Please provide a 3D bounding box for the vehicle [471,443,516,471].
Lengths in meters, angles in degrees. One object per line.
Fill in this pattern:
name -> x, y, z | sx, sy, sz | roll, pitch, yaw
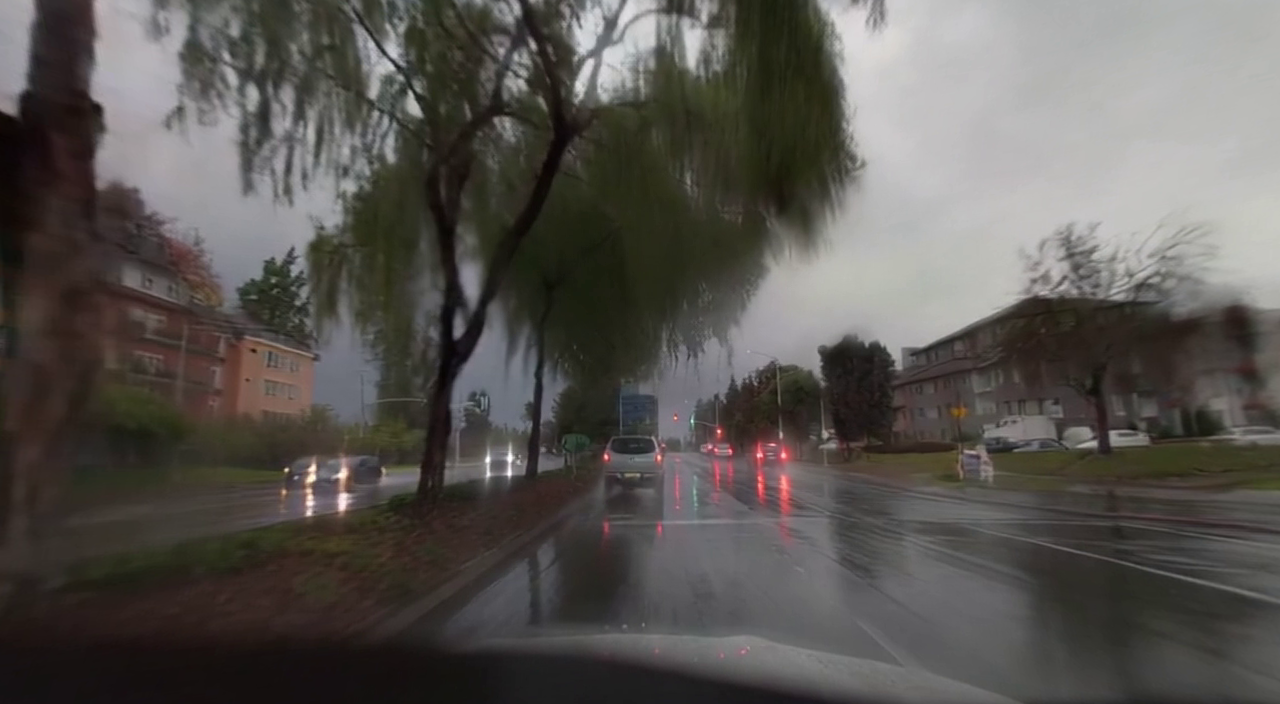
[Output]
vehicle -> -9.926, 7.136, 43.080 | 2.010, 1.760, 4.406 | 0, -8, 1

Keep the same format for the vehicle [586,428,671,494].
vehicle -> -0.300, 3.349, 19.659 | 2.332, 1.798, 4.546 | 0, -8, 0

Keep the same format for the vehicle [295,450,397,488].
vehicle -> -13.343, 5.298, 28.970 | 2.198, 1.550, 4.824 | 0, -8, 2

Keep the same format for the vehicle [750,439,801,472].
vehicle -> 7.597, 5.825, 35.781 | 1.971, 1.722, 4.341 | 0, -8, 1
